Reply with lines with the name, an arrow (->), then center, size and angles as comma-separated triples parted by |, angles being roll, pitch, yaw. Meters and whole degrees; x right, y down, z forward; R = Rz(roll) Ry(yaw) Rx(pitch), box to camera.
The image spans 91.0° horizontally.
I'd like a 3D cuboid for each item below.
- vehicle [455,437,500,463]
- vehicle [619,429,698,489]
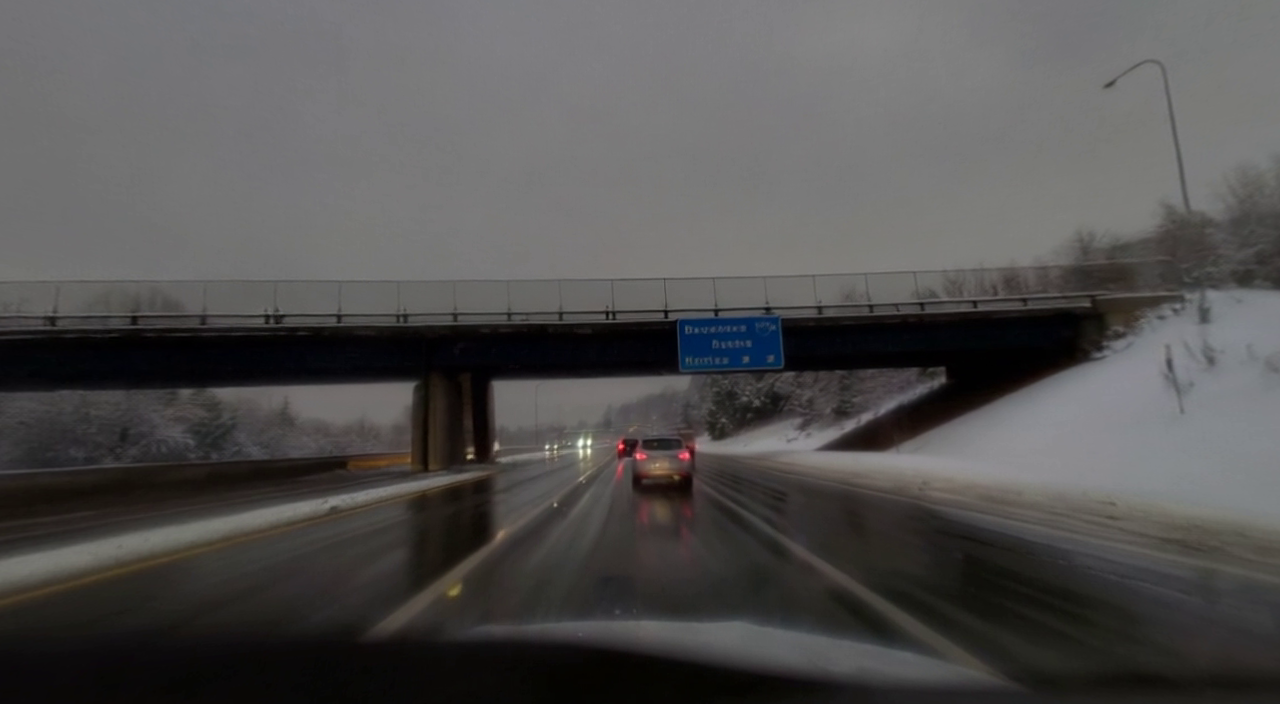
vehicle -> -12.012, 7.247, 46.731 | 2.082, 1.833, 4.755 | -1, -8, 0
vehicle -> 0.453, 3.246, 19.443 | 2.092, 1.636, 4.024 | 0, -8, -3
